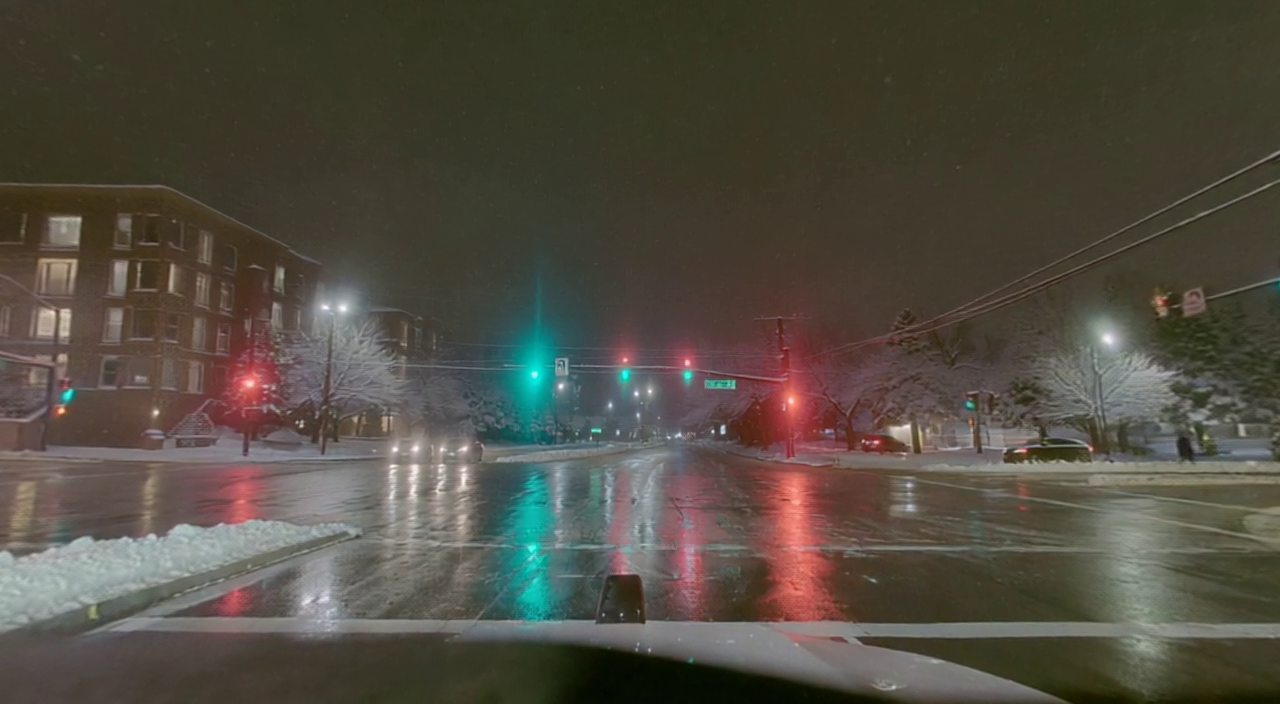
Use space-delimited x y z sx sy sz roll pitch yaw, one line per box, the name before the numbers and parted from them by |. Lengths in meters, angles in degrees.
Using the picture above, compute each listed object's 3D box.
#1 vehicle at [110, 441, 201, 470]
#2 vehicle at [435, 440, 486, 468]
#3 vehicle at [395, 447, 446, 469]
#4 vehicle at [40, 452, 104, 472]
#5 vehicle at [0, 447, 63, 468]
vehicle | -34.885 7.424 45.756 2.204 1.955 5.518 0 -8 0
vehicle | -11.937 6.799 42.326 2.080 1.763 4.341 0 -8 0
vehicle | -15.484 7.449 44.797 2.056 1.450 4.343 0 -8 0
vehicle | -41.558 8.036 46.304 1.552 1.339 3.340 -2 -9 -1
vehicle | -45.239 7.767 46.613 1.858 1.467 3.624 0 -8 0
